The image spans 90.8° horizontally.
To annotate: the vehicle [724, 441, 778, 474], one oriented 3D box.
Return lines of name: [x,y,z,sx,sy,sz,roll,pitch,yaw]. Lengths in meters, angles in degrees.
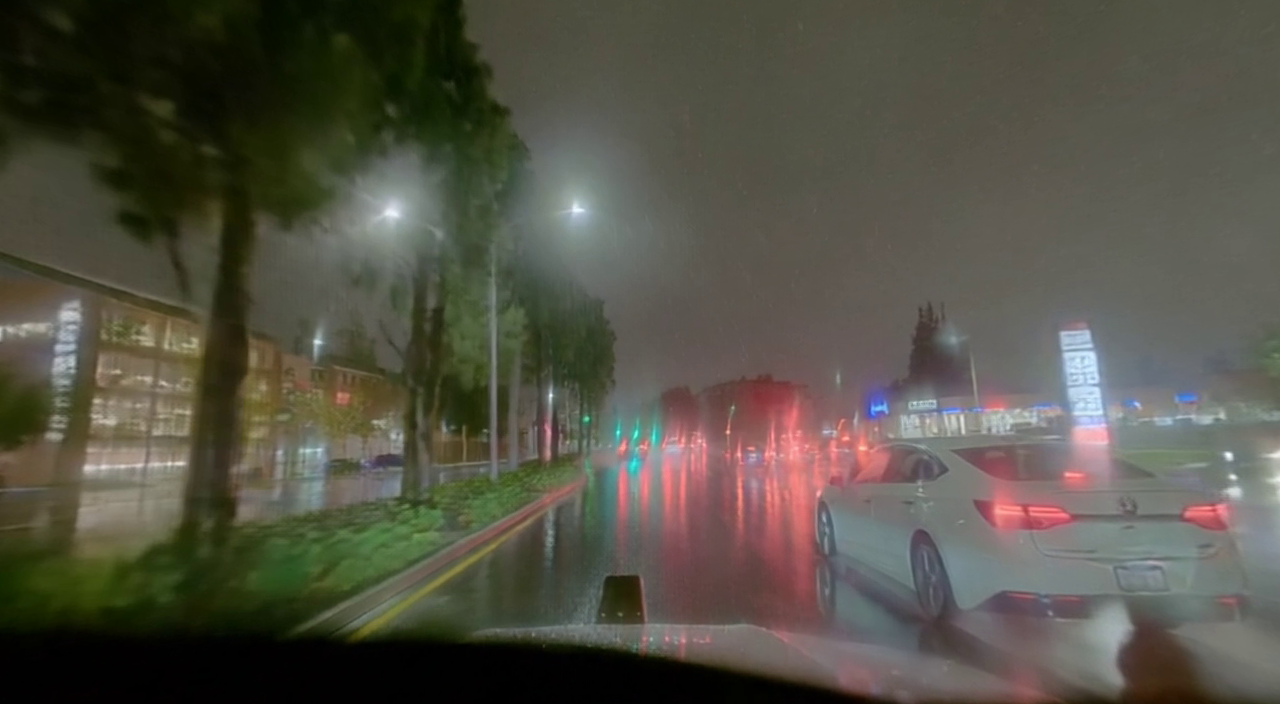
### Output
vehicle: [5.228,5.014,30.333,1.883,1.452,4.258,0,-8,1]

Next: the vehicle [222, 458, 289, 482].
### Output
vehicle: [-30.113,9.244,49.515,4.040,1.444,1.905,-4,-8,-1]

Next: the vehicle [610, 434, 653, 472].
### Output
vehicle: [-0.420,5.199,32.558,2.106,1.798,4.168,0,-8,0]

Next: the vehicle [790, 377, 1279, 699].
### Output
vehicle: [2.989,1.291,5.600,2.153,1.658,4.485,0,-8,-1]
